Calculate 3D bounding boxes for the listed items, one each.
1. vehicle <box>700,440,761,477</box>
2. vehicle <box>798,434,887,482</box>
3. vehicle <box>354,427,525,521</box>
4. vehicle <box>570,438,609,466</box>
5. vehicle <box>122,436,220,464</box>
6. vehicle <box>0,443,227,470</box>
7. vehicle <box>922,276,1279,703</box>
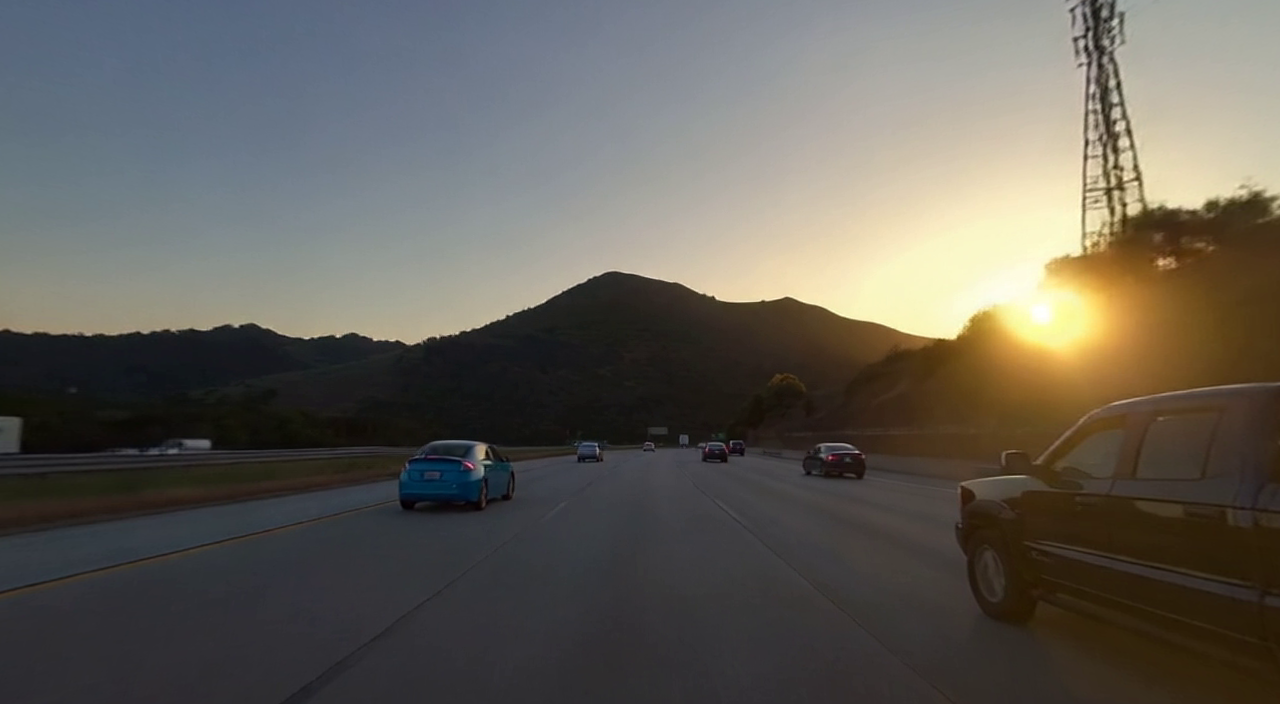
[{"bbox_3d":[3.917,4.702,28.134,2.046,1.471,4.333,0,-8,0],"label":"vehicle"},{"bbox_3d":[7.661,4.050,24.359,1.986,1.633,4.430,0,-8,0],"label":"vehicle"},{"bbox_3d":[-3.981,2.509,13.530,2.113,1.636,4.494,0,-8,1],"label":"vehicle"},{"bbox_3d":[-3.255,6.529,41.376,2.021,1.679,4.310,-1,-8,2],"label":"vehicle"},{"bbox_3d":[-33.686,7.058,45.601,2.267,1.855,6.107,-1,-9,2],"label":"vehicle"},{"bbox_3d":[-38.397,7.356,45.518,3.105,1.561,20.556,-1,-8,2],"label":"vehicle"},{"bbox_3d":[3.400,0.735,2.607,2.098,1.925,5.171,0,-8,1],"label":"vehicle"}]
